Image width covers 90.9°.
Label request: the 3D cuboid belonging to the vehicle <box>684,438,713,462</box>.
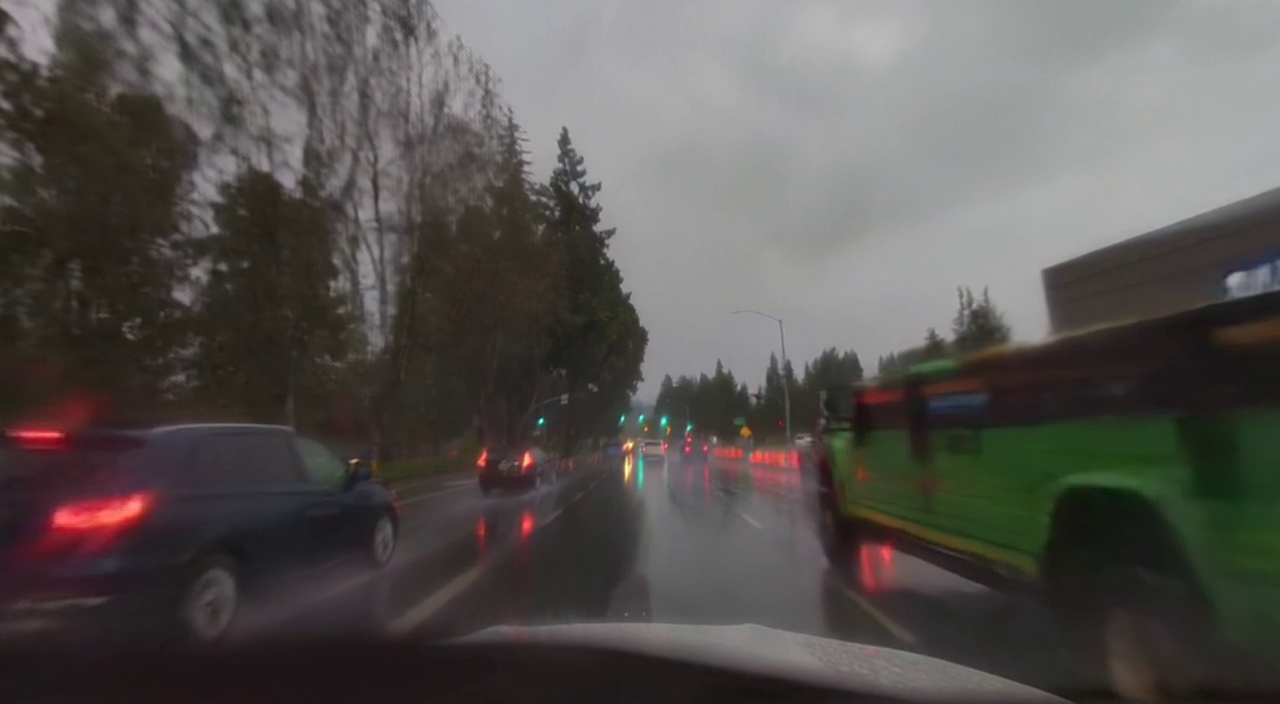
[{"bbox_3d":[4.336,7.190,46.488,1.984,1.659,4.226,-1,-8,7],"label":"vehicle"}]

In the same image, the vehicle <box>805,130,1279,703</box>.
[{"bbox_3d":[3.695,0.726,4.396,2.760,2.465,7.936,0,-8,-1],"label":"vehicle"}]

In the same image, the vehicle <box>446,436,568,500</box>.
[{"bbox_3d":[-3.375,3.055,17.069,2.107,1.482,4.674,0,-8,2],"label":"vehicle"}]

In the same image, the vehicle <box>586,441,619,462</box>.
[{"bbox_3d":[-2.739,7.378,46.835,1.998,1.481,4.656,0,-8,2],"label":"vehicle"}]

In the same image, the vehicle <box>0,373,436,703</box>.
[{"bbox_3d":[-3.545,1.266,5.436,2.038,1.682,4.399,0,-8,1],"label":"vehicle"}]
